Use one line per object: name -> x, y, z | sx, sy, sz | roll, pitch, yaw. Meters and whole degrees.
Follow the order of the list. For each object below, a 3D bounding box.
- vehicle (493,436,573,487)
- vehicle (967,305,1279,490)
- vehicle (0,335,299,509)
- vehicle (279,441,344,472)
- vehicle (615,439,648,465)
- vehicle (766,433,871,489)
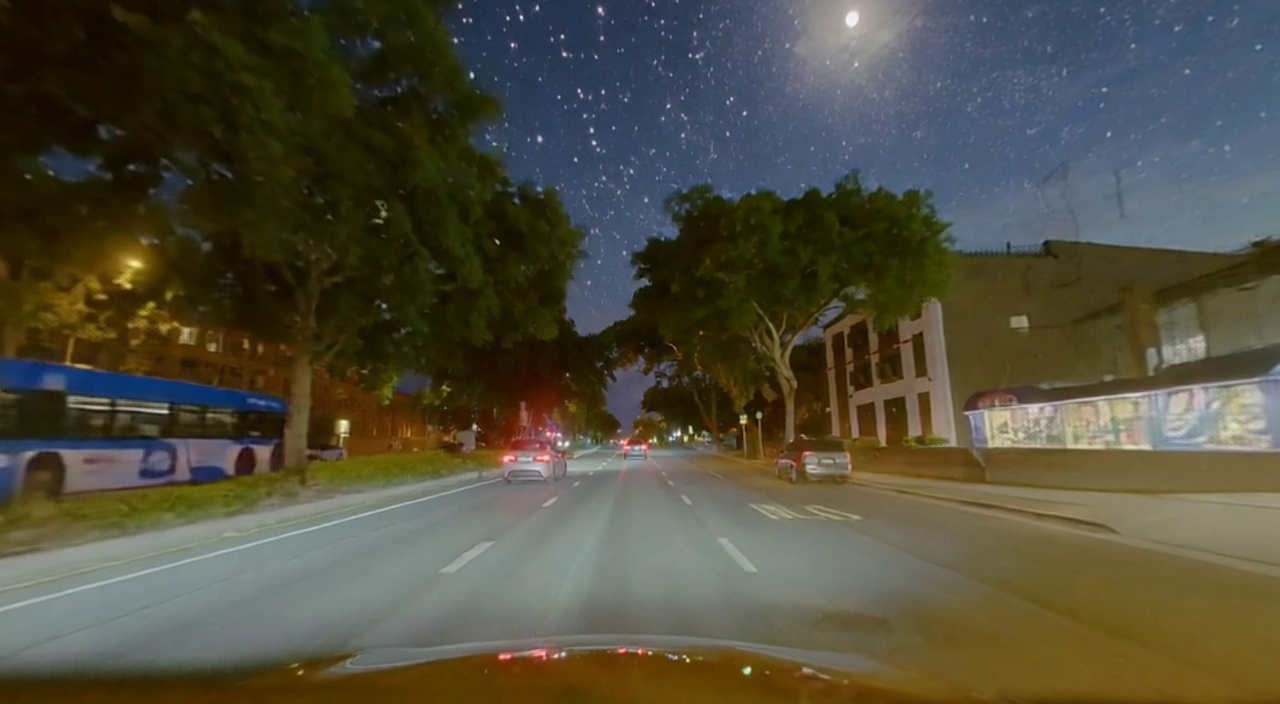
vehicle -> -3.505, 3.679, 21.547 | 1.934, 1.522, 4.287 | 0, -9, 1
vehicle -> 17.712, 2.010, 22.489 | 3.225, 4.571, 16.558 | -3, -8, 0
vehicle -> -15.597, 2.303, 18.956 | 3.303, 3.710, 13.912 | 0, -9, -1
vehicle -> -21.894, 6.966, 42.392 | 1.947, 1.857, 4.851 | -1, -9, -3
vehicle -> -0.513, 6.270, 39.807 | 1.999, 1.520, 3.896 | 0, -9, 0
vehicle -> 6.352, 3.954, 23.340 | 2.206, 1.803, 5.753 | 0, -9, 0
